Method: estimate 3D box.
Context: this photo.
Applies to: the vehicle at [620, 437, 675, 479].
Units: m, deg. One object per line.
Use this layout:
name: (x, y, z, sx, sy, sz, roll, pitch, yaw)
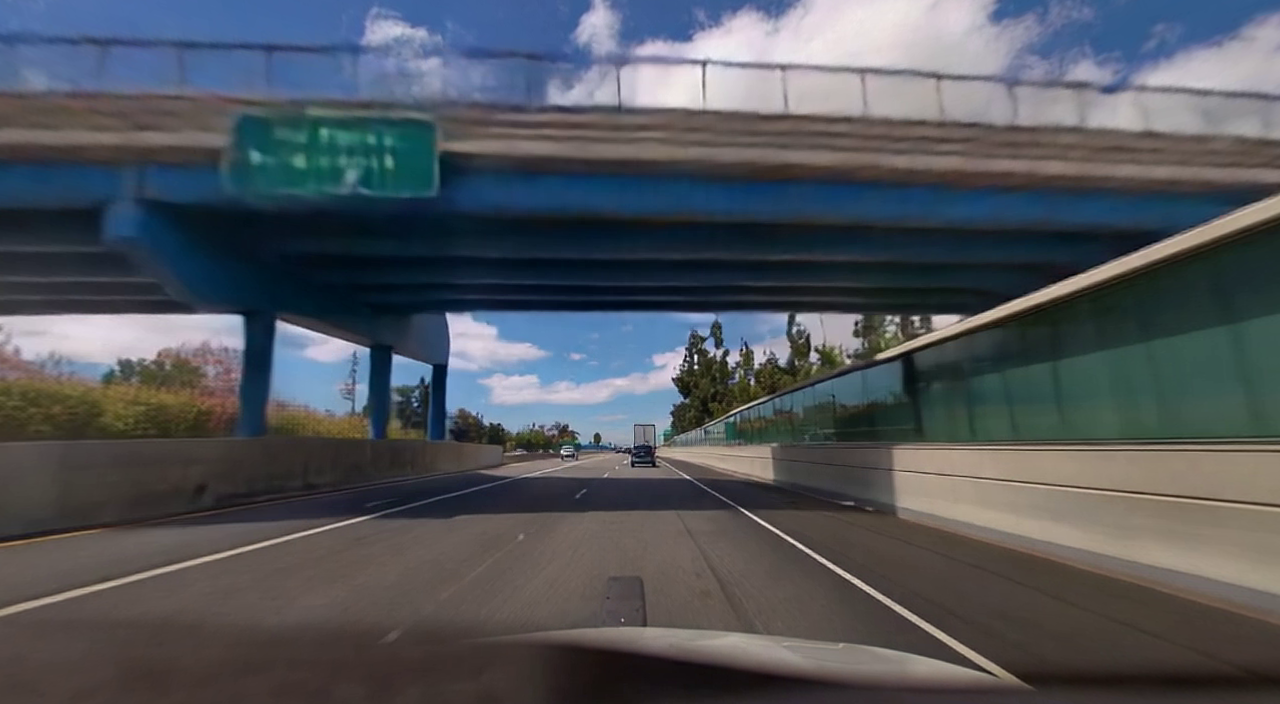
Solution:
vehicle: (0.286, 4.824, 28.829, 2.299, 1.716, 4.579, 0, -9, 0)
